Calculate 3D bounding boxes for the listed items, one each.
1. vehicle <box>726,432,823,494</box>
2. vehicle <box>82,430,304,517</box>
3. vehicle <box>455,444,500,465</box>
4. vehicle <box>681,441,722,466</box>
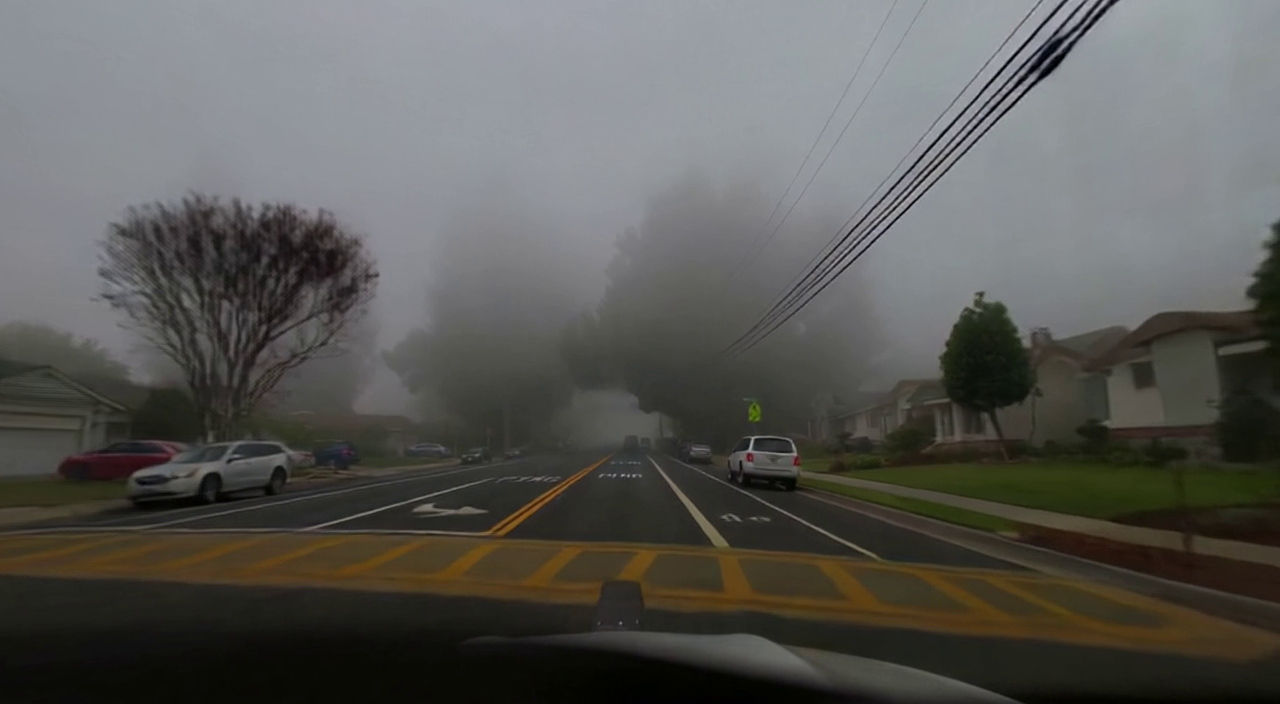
[{"bbox_3d":[4.160,3.512,20.367,2.027,1.751,4.433,0,-8,-2],"label":"vehicle"},{"bbox_3d":[-11.827,3.206,17.416,2.199,1.988,5.454,0,-8,-1],"label":"vehicle"},{"bbox_3d":[-12.006,7.573,46.870,2.079,1.509,4.591,0,-8,1],"label":"vehicle"},{"bbox_3d":[3.913,6.556,41.037,1.920,1.541,4.709,1,-8,-4],"label":"vehicle"}]
